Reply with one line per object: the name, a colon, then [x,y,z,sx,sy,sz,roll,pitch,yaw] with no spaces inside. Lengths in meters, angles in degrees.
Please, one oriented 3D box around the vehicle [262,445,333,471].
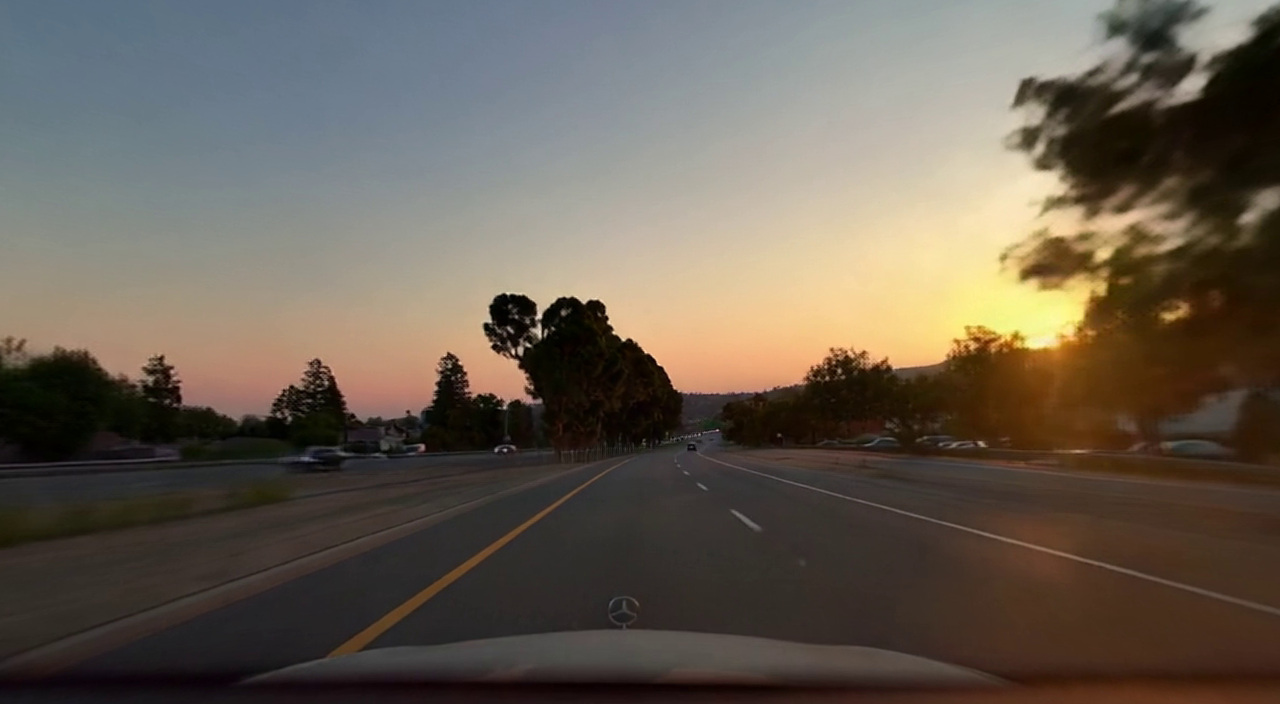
vehicle: [-21.395,6.627,39.613,1.901,1.507,4.412,-1,-8,2]
